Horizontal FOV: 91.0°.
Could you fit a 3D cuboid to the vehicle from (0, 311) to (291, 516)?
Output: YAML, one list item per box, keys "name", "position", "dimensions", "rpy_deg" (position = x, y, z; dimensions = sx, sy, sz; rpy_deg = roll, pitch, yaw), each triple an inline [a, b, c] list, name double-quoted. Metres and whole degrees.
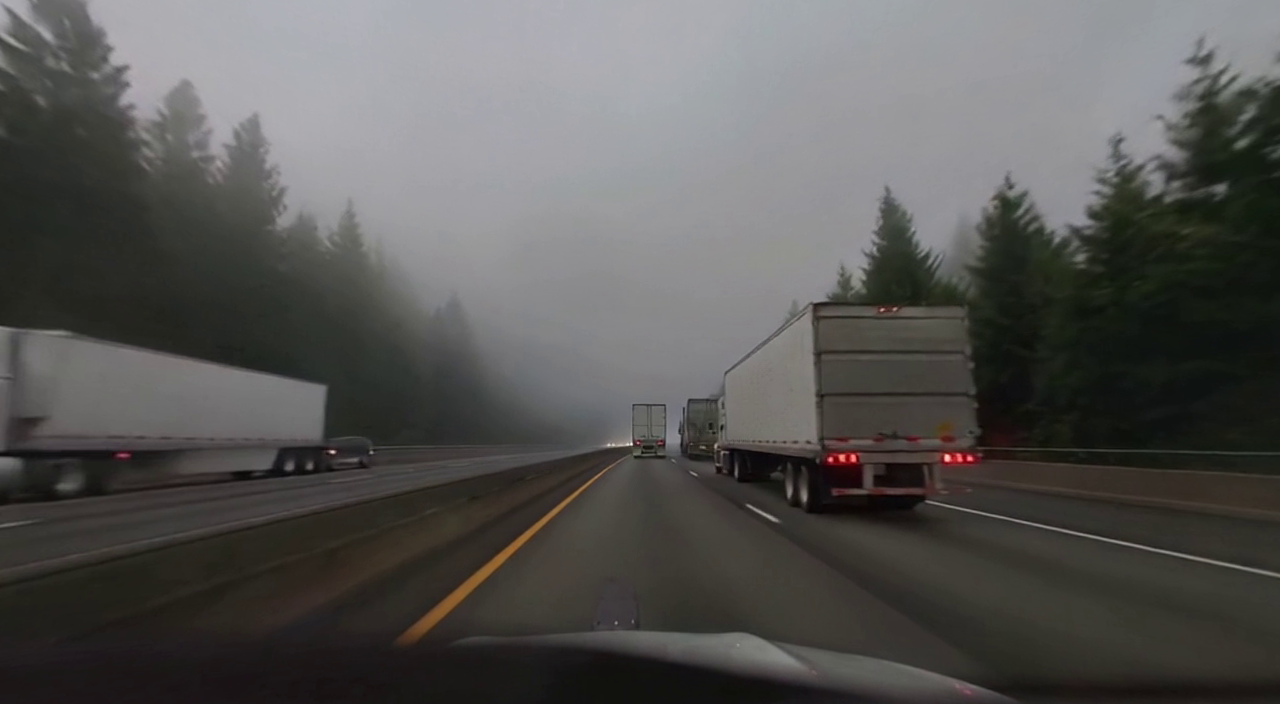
- name: "vehicle"
  position: [-12.947, 1.663, 15.219]
  dimensions: [2.949, 3.648, 10.317]
  rpy_deg: [-1, -8, 1]

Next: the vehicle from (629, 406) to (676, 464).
- name: "vehicle"
  position: [0.685, 5.251, 39.528]
  dimensions: [2.644, 3.247, 7.454]
  rpy_deg: [0, -8, 0]

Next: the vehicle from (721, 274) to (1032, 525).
- name: "vehicle"
  position: [4.723, 1.711, 17.373]
  dimensions: [2.851, 4.077, 14.289]
  rpy_deg: [0, -8, -1]
